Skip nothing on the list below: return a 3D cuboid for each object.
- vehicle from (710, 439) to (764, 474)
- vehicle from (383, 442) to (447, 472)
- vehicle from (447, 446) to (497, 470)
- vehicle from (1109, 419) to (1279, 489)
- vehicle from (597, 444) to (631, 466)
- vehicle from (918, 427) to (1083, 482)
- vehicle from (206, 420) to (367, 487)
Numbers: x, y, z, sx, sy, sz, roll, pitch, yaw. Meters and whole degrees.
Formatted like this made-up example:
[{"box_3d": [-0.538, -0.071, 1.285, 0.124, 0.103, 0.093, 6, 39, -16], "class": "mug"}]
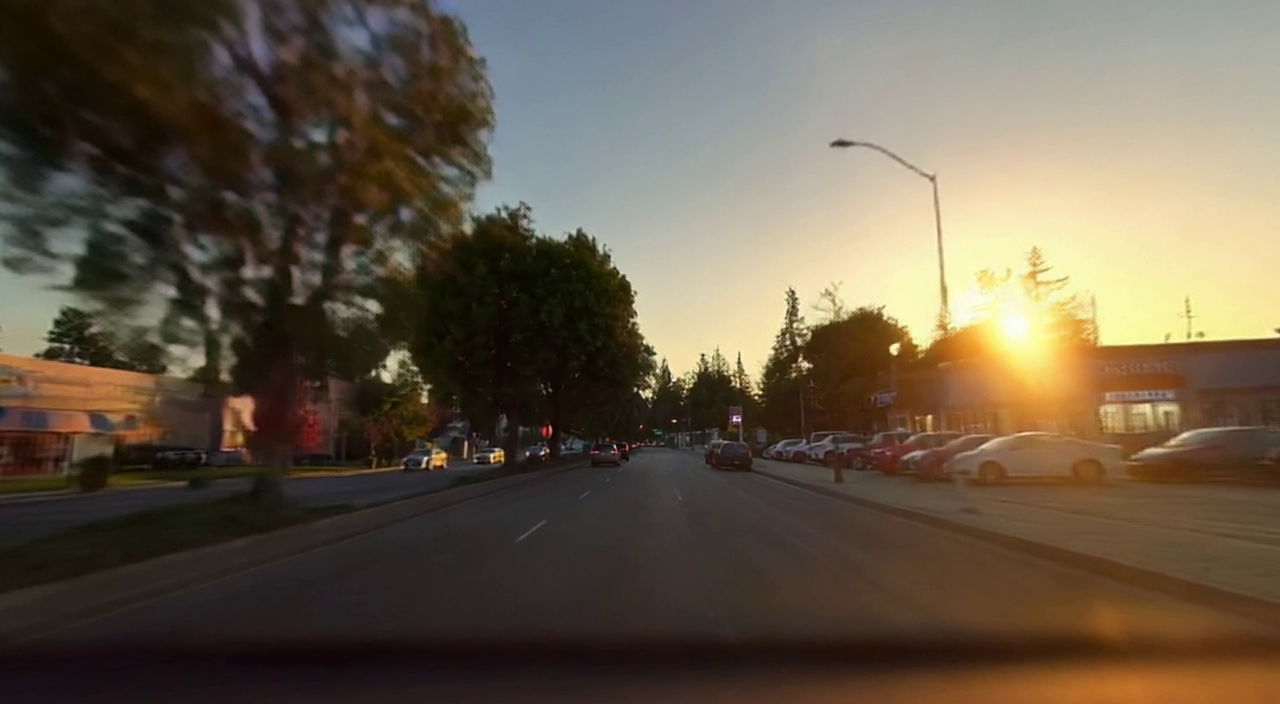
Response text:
[{"box_3d": [4.978, 5.428, 32.932, 2.179, 1.709, 4.512, 0, -9, 1], "class": "vehicle"}, {"box_3d": [-14.213, 6.643, 40.151, 2.163, 1.761, 4.811, 0, -9, 2], "class": "vehicle"}, {"box_3d": [-10.480, 6.614, 39.613, 1.801, 1.407, 4.270, 0, -9, 2], "class": "vehicle"}, {"box_3d": [15.826, 2.836, 17.627, 1.823, 1.669, 4.863, -1, -9, 3], "class": "vehicle"}, {"box_3d": [-1.706, 6.955, 42.729, 1.959, 1.406, 4.272, 0, -9, 2], "class": "vehicle"}, {"box_3d": [12.315, 3.530, 21.771, 4.454, 1.776, 1.891, 0, -9, 1], "class": "vehicle"}, {"box_3d": [-18.516, 5.427, 34.116, 2.953, 3.076, 9.336, 0, -9, 3], "class": "vehicle"}]
